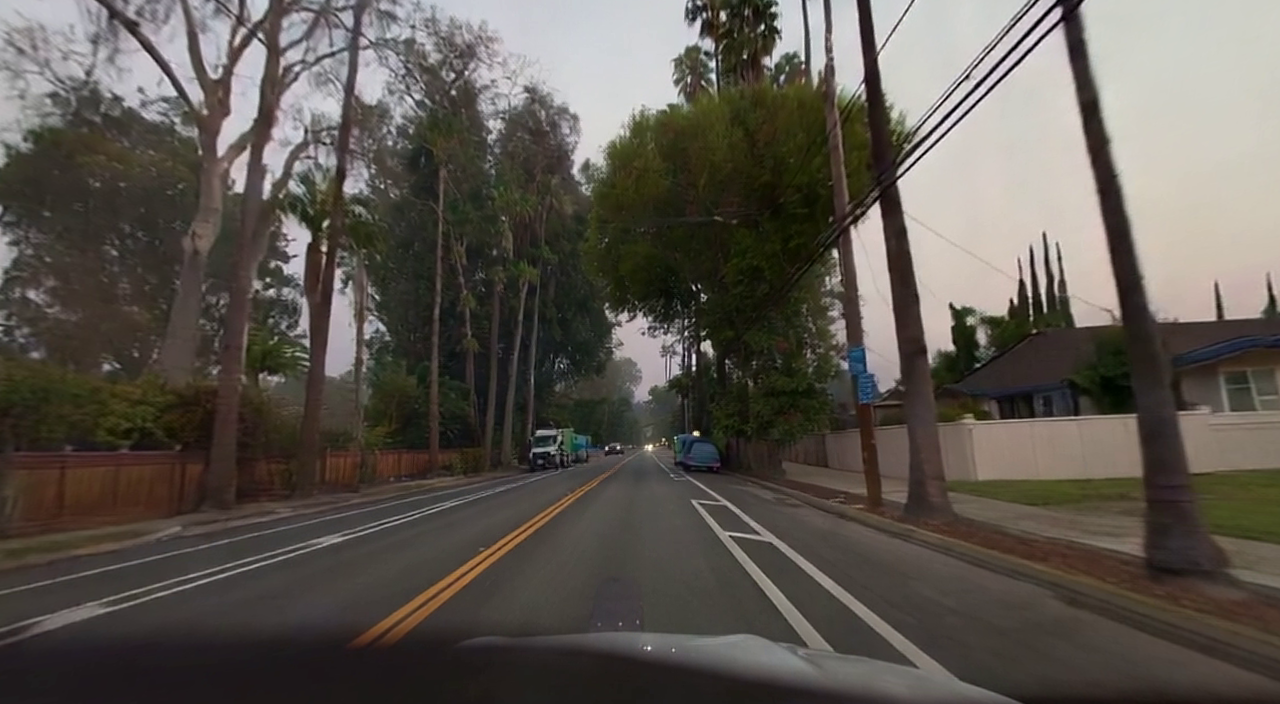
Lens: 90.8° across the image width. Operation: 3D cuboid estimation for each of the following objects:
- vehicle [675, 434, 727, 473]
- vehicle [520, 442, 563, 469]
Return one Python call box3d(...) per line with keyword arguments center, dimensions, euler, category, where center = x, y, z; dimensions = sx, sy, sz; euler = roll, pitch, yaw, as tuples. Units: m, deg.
box3d(center=(3.093, 5.287, 33.148), dimensions=(2.168, 1.851, 4.861), euler=(0, -9, -1), category="vehicle")
box3d(center=(-6.422, 6.816, 41.722), dimensions=(1.935, 1.655, 4.409), euler=(0, -9, 2), category="vehicle")
